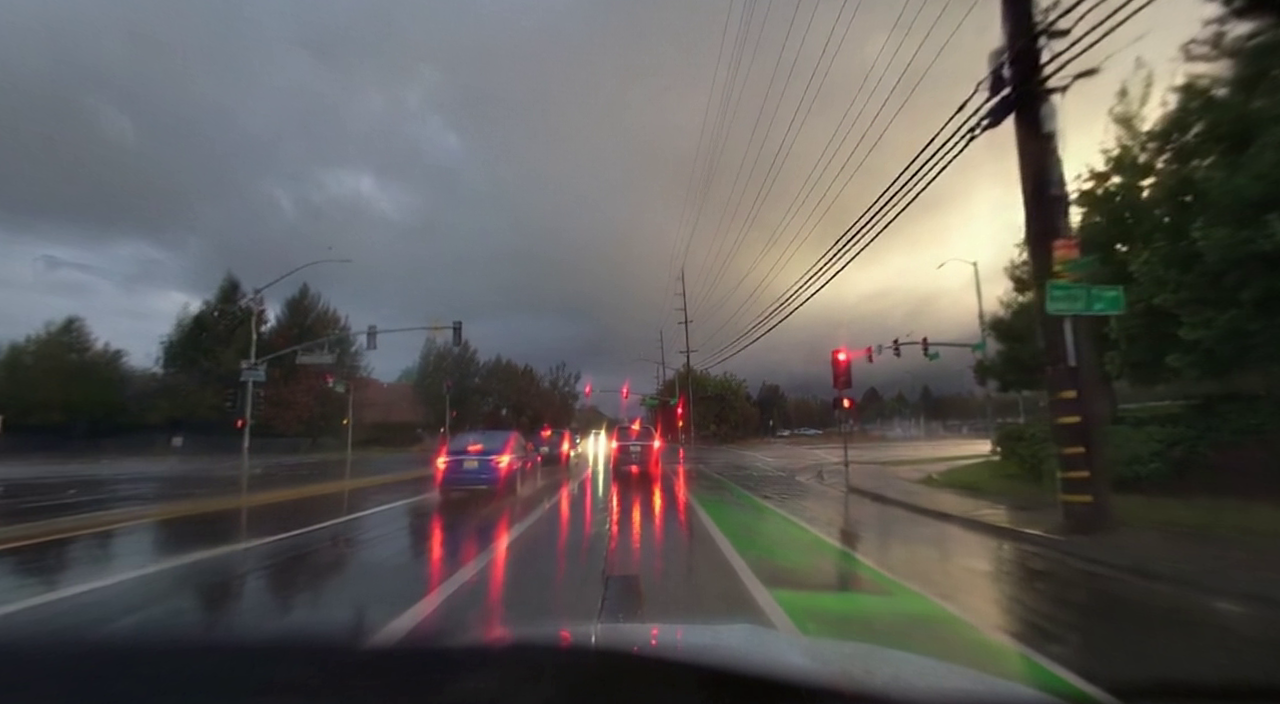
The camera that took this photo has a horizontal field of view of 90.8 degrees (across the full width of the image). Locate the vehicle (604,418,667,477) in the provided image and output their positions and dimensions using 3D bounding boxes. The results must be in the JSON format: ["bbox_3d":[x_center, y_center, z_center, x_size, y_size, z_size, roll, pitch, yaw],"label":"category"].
[{"bbox_3d":[-0.202,3.556,23.483,2.036,1.885,5.196,1,-9,-1],"label":"vehicle"}]

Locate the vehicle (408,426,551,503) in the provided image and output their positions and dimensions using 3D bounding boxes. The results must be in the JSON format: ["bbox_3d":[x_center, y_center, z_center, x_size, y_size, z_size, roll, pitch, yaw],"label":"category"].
[{"bbox_3d":[-3.591,2.580,15.351,2.138,1.488,5.327,1,-7,-1],"label":"vehicle"}]
